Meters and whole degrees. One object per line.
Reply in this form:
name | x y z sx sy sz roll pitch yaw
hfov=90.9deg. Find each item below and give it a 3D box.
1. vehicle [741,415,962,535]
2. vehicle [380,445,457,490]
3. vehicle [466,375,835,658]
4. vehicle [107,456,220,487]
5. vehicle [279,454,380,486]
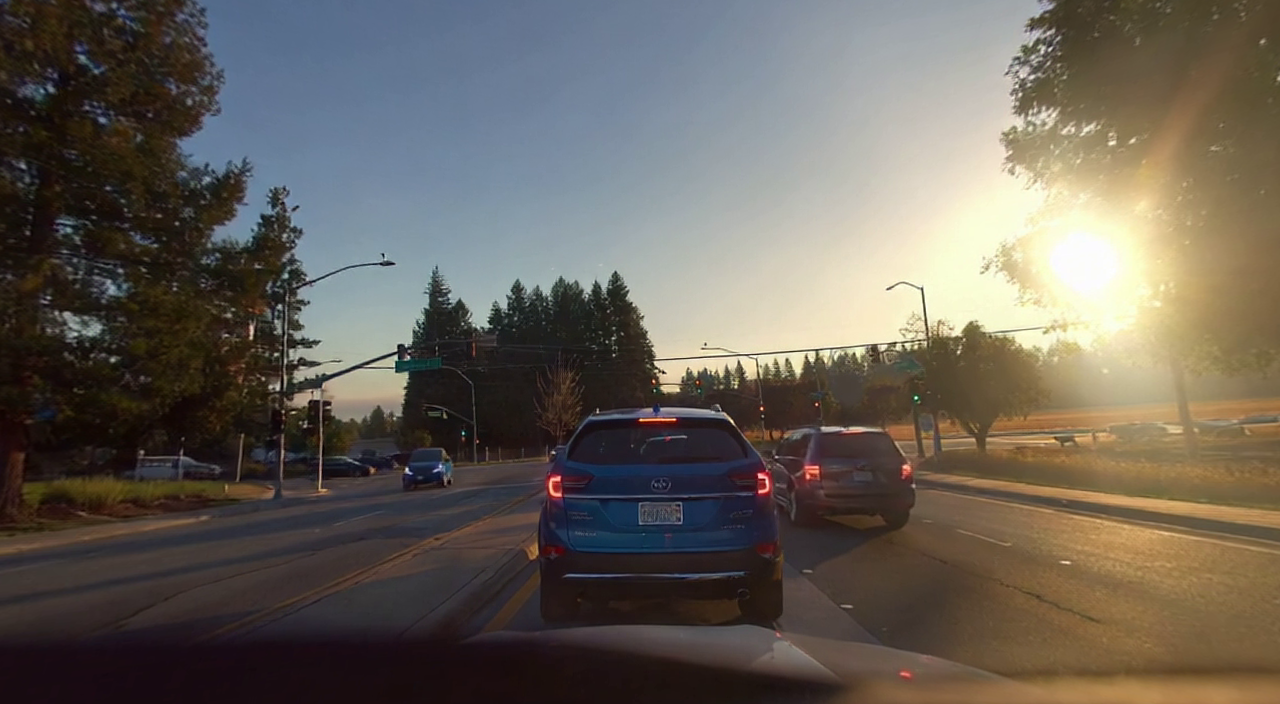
vehicle | 3.370 2.082 11.274 2.340 1.693 4.516 0 -8 0
vehicle | -9.539 4.843 26.913 2.026 1.680 4.608 5 -10 -32
vehicle | 0.058 1.331 6.109 2.298 1.770 4.138 0 -8 0
vehicle | -26.698 6.673 35.457 4.605 1.626 2.251 -1 -8 3
vehicle | -15.824 5.951 32.146 4.559 1.458 2.265 -4 -9 27
